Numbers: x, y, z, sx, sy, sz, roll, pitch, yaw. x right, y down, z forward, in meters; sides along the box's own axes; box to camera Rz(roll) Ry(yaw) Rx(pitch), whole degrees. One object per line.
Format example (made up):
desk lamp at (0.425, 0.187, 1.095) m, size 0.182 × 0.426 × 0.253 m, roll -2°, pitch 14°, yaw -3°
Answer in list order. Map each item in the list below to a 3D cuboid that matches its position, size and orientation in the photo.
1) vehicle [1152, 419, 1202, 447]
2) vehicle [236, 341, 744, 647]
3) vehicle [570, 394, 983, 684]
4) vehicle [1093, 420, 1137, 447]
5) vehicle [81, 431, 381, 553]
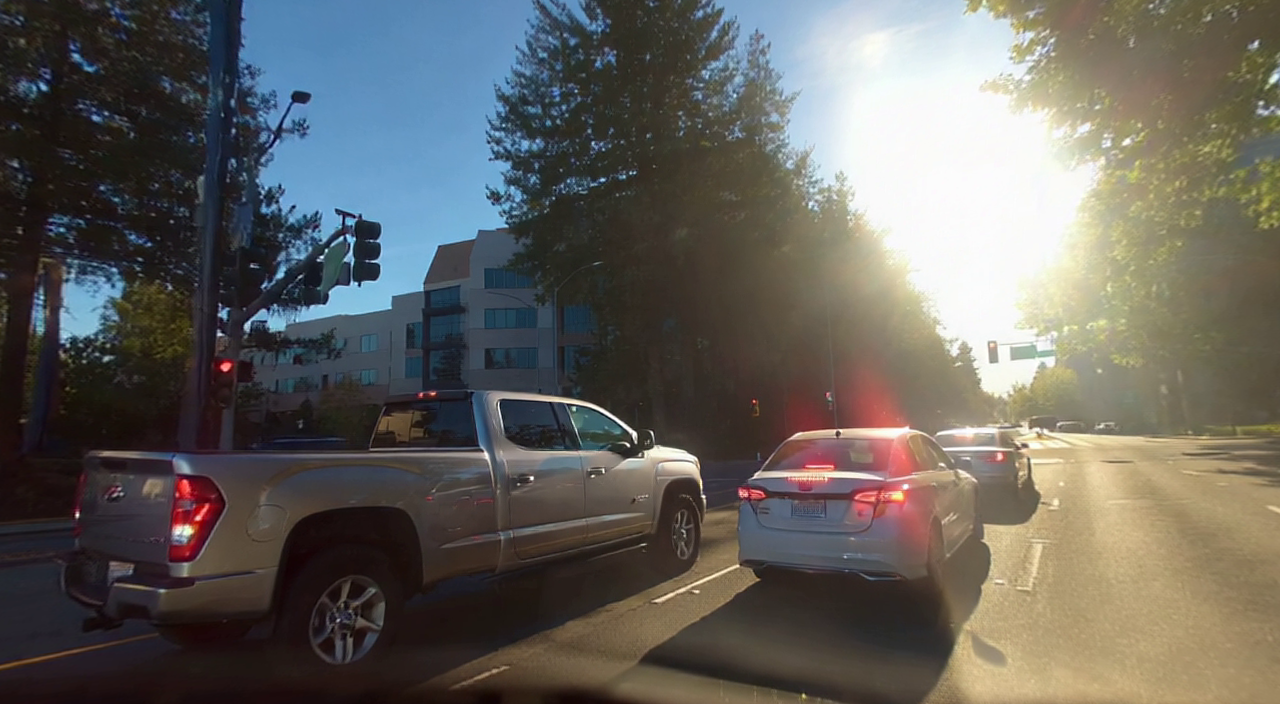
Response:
vehicle at (35.783, 5.471, 42.169) m, size 2.183 × 1.714 × 4.491 m, roll -6°, pitch -11°, yaw 37°
vehicle at (-0.872, 1.399, 7.476) m, size 2.272 × 2.016 × 6.146 m, roll -5°, pitch -10°, yaw 27°
vehicle at (1.715, 1.376, 5.991) m, size 2.027 × 1.549 × 4.801 m, roll -6°, pitch -10°, yaw 35°
vehicle at (32.815, 5.673, 43.705) m, size 2.160 × 1.790 × 4.303 m, roll -6°, pitch -10°, yaw 35°
vehicle at (-8.362, 2.784, 13.458) m, size 2.174 × 2.057 × 4.738 m, roll -6°, pitch -10°, yaw 33°
